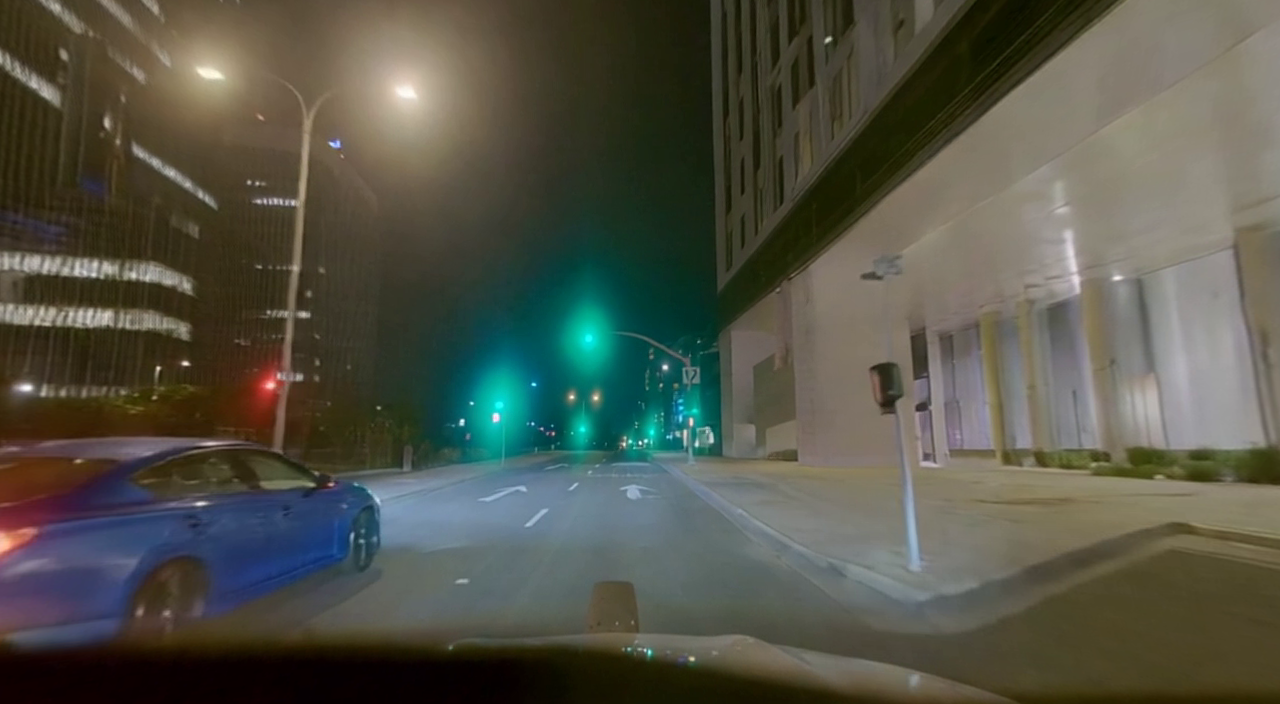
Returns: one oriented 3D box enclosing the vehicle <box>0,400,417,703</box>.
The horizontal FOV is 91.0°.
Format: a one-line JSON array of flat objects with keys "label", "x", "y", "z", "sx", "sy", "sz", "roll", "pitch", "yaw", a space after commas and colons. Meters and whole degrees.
[{"label": "vehicle", "x": -3.349, "y": 1.188, "z": 4.399, "sx": 1.898, "sy": 1.407, "sz": 4.652, "roll": 0, "pitch": -8, "yaw": 0}]
